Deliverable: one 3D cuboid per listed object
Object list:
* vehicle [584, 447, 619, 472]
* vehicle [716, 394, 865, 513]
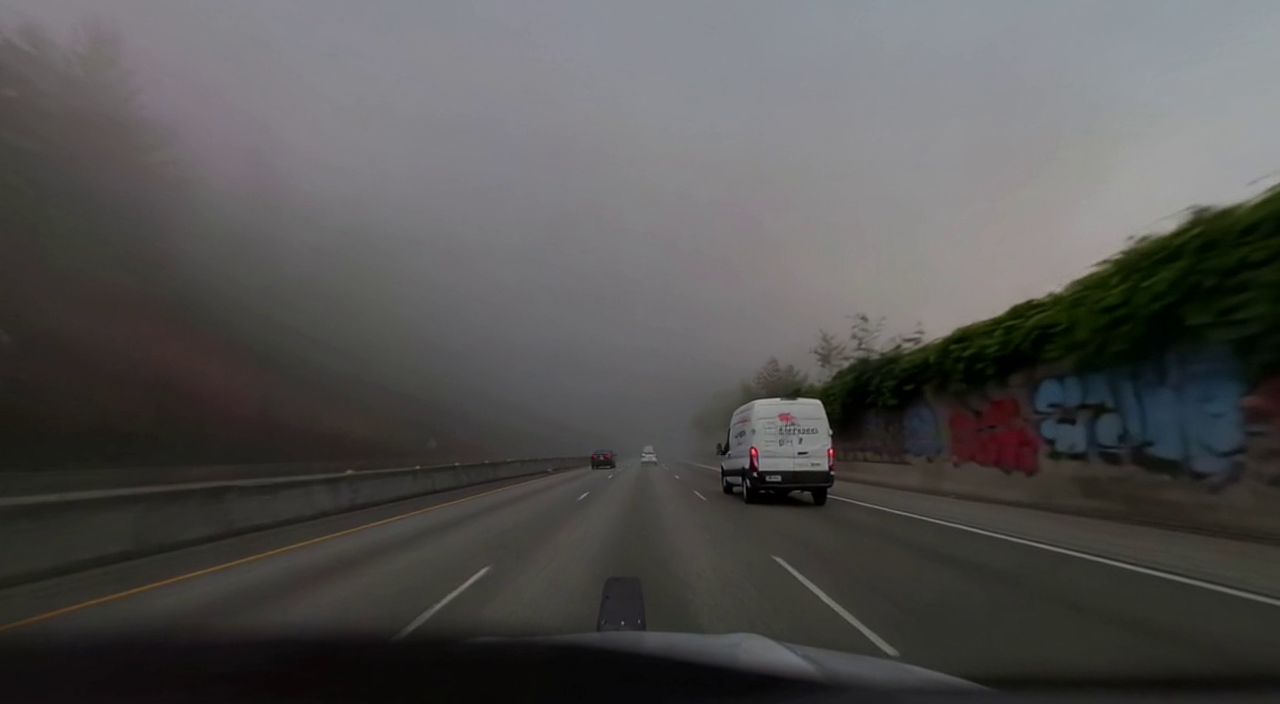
[{"bbox_3d":[-2.582,7.317,43.029,1.964,1.618,4.489,0,-9,2],"label":"vehicle"},{"bbox_3d":[3.640,2.672,16.730,2.469,2.591,5.653,0,-9,-1],"label":"vehicle"}]
